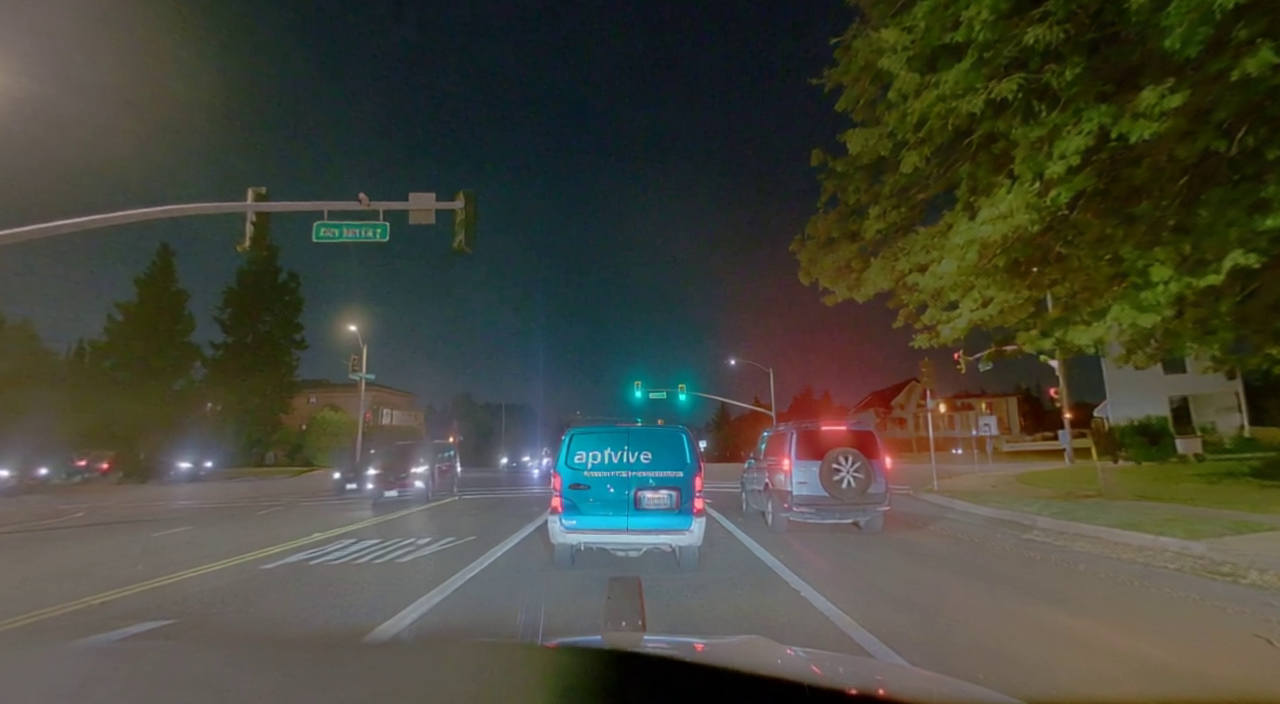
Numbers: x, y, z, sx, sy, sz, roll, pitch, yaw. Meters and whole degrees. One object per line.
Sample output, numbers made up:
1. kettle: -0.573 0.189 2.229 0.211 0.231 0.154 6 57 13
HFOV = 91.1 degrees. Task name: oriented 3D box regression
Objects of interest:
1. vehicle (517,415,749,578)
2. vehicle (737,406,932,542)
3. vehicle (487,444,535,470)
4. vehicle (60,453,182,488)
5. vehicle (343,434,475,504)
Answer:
1. vehicle: -0.071 1.777 8.551 2.321 1.624 4.367 0 -8 0
2. vehicle: 3.113 2.057 11.164 2.059 1.924 4.257 0 -8 0
3. vehicle: -9.579 7.790 46.892 2.394 1.815 4.818 0 -9 2
4. vehicle: -25.257 5.758 30.707 4.073 1.603 1.920 1 -9 -8
5. vehicle: -6.582 3.377 18.556 2.070 1.775 4.703 0 -8 0
